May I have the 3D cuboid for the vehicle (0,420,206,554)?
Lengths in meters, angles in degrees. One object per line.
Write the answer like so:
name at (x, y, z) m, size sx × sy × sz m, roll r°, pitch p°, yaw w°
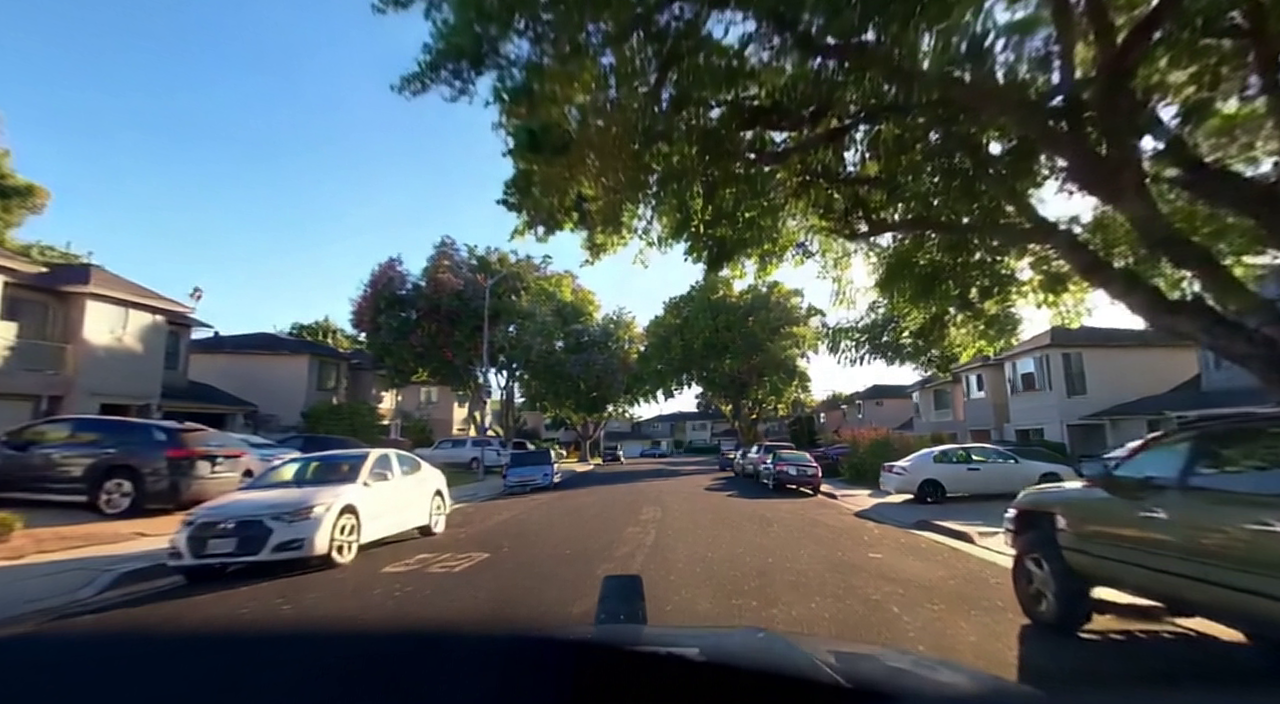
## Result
vehicle at (-8.837, 1.737, 8.469) m, size 4.642 × 1.516 × 1.995 m, roll -1°, pitch -9°, yaw 5°

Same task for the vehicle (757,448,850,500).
vehicle at (5.273, 3.986, 21.129) m, size 2.042 × 1.456 × 4.903 m, roll -1°, pitch -8°, yaw 3°

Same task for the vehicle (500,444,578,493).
vehicle at (-3.591, 4.205, 23.214) m, size 1.943 × 1.602 × 4.172 m, roll -1°, pitch -8°, yaw 3°

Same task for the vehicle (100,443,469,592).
vehicle at (-4.238, 2.004, 8.732) m, size 2.189 × 1.421 × 4.659 m, roll -1°, pitch -8°, yaw 4°

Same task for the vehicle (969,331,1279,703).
vehicle at (3.978, 0.920, 3.318) m, size 2.075 × 1.882 × 4.749 m, roll 0°, pitch -8°, yaw 2°
